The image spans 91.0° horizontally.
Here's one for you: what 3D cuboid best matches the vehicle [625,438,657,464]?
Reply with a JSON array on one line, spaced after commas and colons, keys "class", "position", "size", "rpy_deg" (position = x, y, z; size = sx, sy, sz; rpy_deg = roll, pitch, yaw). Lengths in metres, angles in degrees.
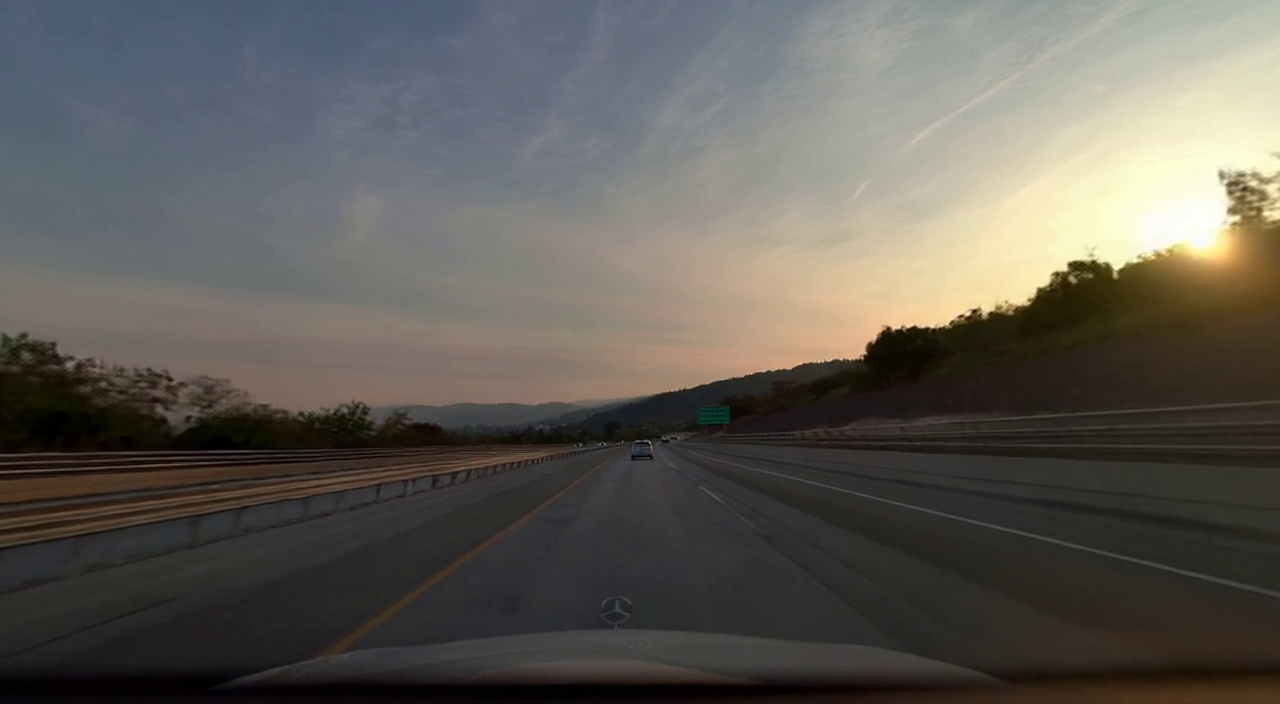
[{"class": "vehicle", "position": [0.035, 6.790, 43.234], "size": [2.059, 1.696, 4.165], "rpy_deg": [0, -8, -1]}]
